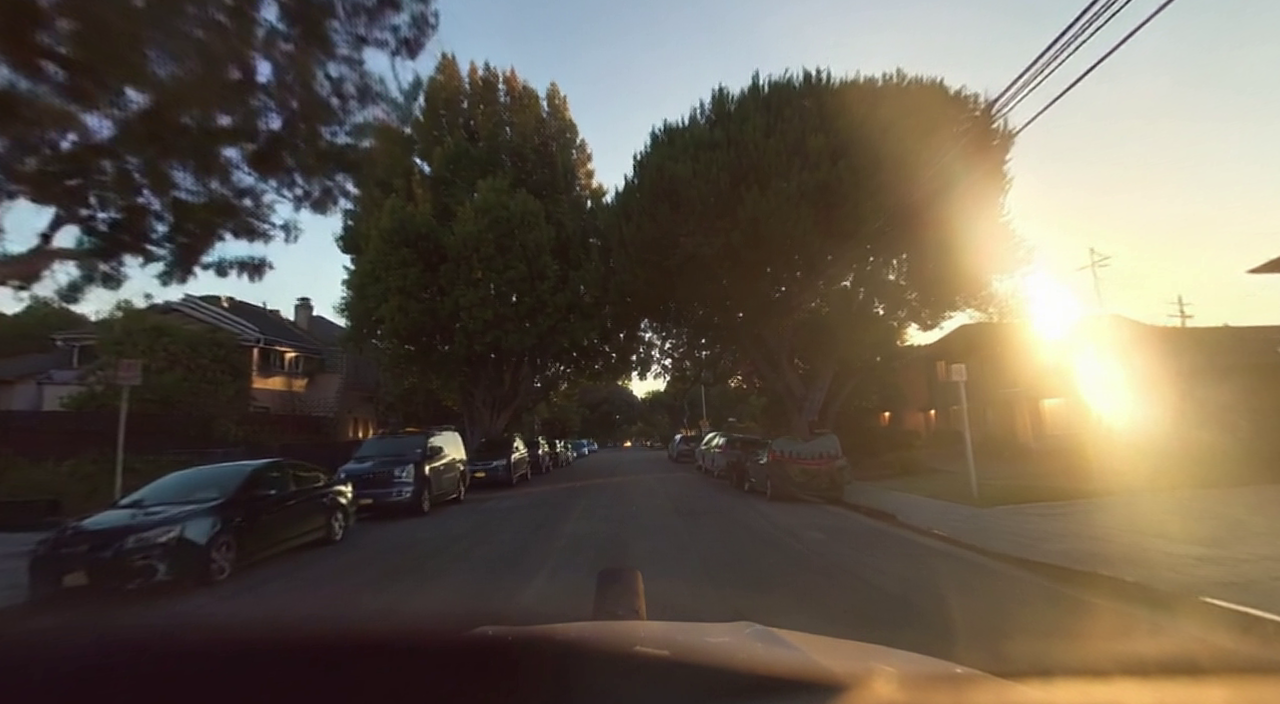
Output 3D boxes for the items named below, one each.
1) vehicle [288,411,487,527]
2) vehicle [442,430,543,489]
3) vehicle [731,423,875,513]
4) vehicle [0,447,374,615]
[{"bbox_3d":[-5.294,2.538,14.367,2.390,2.123,5.371,0,-8,-1],"label":"vehicle"},{"bbox_3d":[-5.305,3.958,23.669,2.683,1.923,5.421,0,-8,-3],"label":"vehicle"},{"bbox_3d":[3.496,2.588,14.584,1.994,1.710,4.699,0,-8,-1],"label":"vehicle"},{"bbox_3d":[-5.285,1.964,8.035,1.858,1.456,4.587,0,-8,-1],"label":"vehicle"}]
